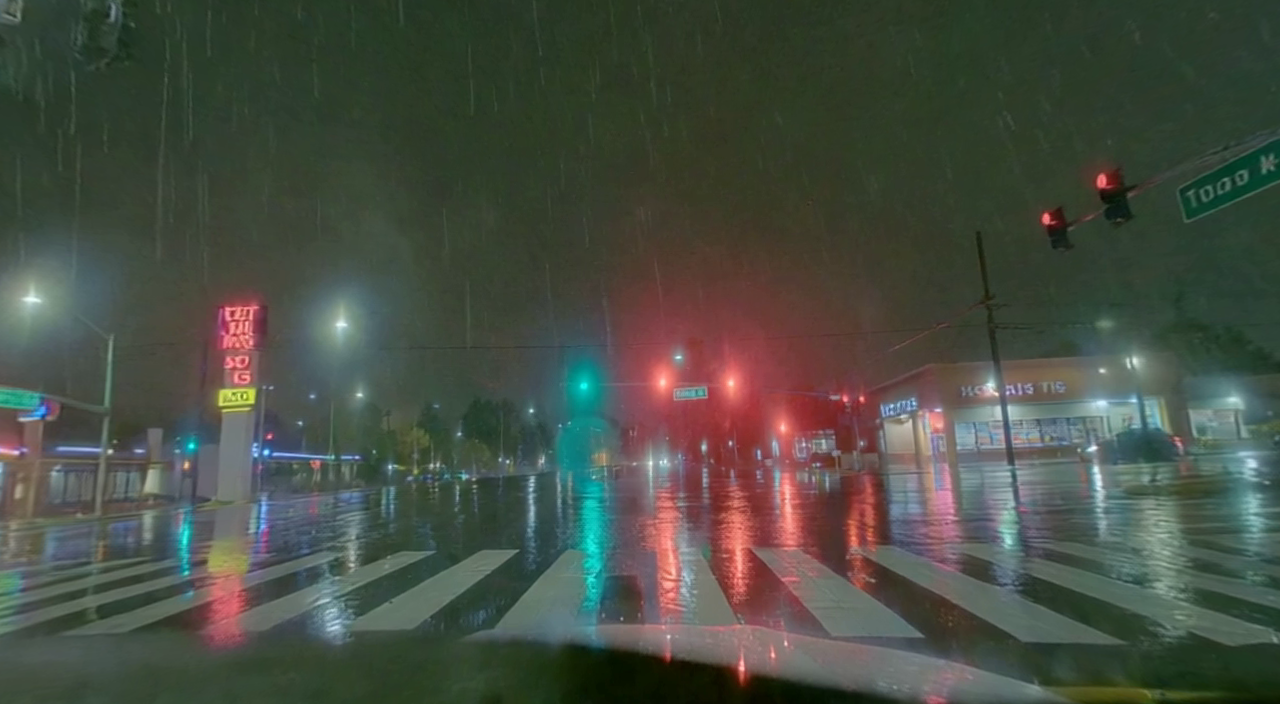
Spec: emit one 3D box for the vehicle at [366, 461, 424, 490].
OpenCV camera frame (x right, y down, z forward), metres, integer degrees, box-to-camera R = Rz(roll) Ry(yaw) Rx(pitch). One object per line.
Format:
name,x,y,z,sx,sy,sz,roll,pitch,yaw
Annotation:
vehicle,-19.231,9.701,49.817,2.227,2.033,5.614,0,-9,1

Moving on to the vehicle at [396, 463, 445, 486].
vehicle,-15.755,8.827,45.417,1.931,1.471,4.152,0,-9,1

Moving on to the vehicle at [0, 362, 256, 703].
vehicle,-3.415,0.734,1.409,2.081,1.644,4.523,0,-9,3
